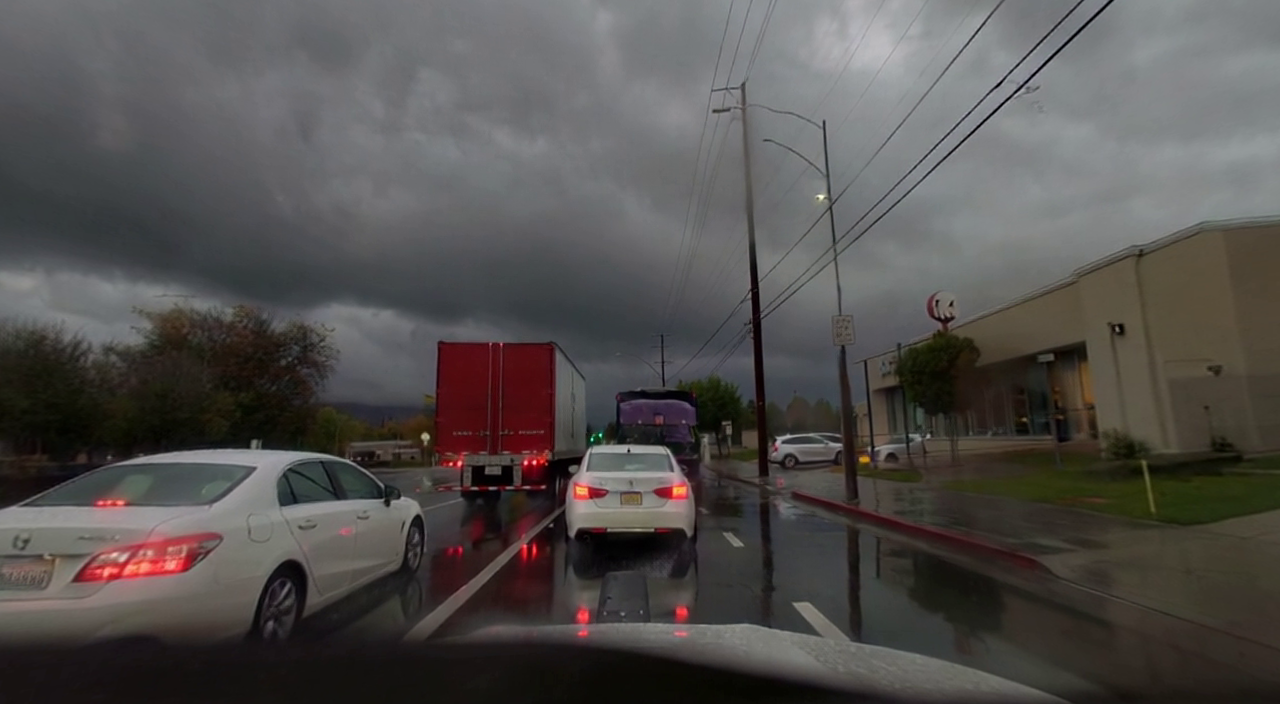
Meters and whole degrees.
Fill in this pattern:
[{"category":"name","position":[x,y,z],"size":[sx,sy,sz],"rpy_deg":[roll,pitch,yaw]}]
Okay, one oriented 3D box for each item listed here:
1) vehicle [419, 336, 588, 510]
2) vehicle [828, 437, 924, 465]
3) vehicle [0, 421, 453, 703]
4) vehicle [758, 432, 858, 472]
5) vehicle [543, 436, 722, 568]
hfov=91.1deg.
[{"category":"vehicle","position":[-3.258,2.047,17.319],"size":[3.020,3.800,7.105],"rpy_deg":[0,-9,0]},{"category":"vehicle","position":[13.072,5.521,35.027],"size":[4.574,1.478,1.880],"rpy_deg":[0,-9,3]},{"category":"vehicle","position":[-3.066,1.346,4.731],"size":[1.969,1.471,4.378],"rpy_deg":[0,-9,0]},{"category":"vehicle","position":[8.390,5.047,31.842],"size":[2.061,1.845,4.829],"rpy_deg":[5,-10,-29]},{"category":"vehicle","position":[-0.115,2.046,9.384],"size":[2.067,1.506,4.118],"rpy_deg":[0,-9,-1]}]
